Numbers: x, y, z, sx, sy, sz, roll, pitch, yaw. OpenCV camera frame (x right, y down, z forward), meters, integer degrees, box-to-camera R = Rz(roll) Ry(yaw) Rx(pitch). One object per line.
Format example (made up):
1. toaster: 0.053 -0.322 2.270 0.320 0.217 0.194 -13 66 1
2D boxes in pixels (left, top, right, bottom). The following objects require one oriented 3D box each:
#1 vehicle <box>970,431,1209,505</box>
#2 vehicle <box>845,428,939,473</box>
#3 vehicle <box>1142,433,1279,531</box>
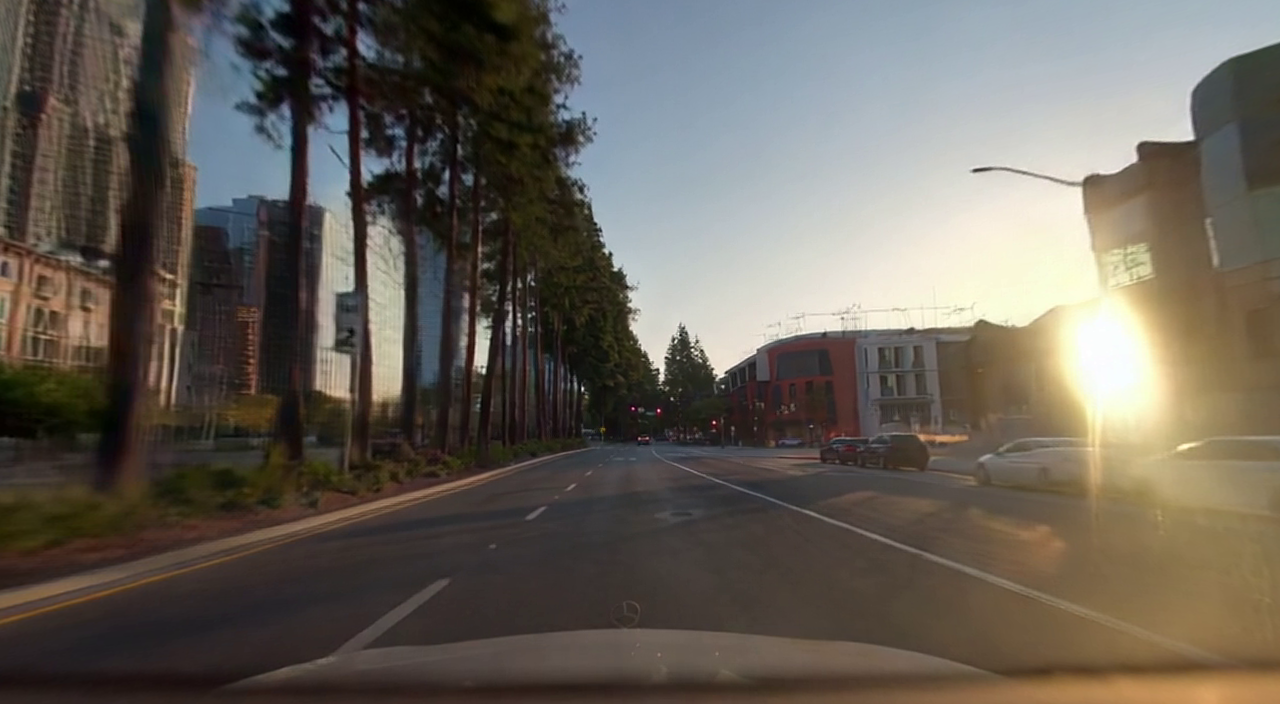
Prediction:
1. vehicle: 10.783 2.811 15.791 1.977 1.519 4.953 1 -9 -6
2. vehicle: 10.630 4.205 27.131 1.947 1.716 4.861 0 -8 -1
3. vehicle: 10.802 2.036 10.000 1.927 1.489 4.532 0 -8 -1
